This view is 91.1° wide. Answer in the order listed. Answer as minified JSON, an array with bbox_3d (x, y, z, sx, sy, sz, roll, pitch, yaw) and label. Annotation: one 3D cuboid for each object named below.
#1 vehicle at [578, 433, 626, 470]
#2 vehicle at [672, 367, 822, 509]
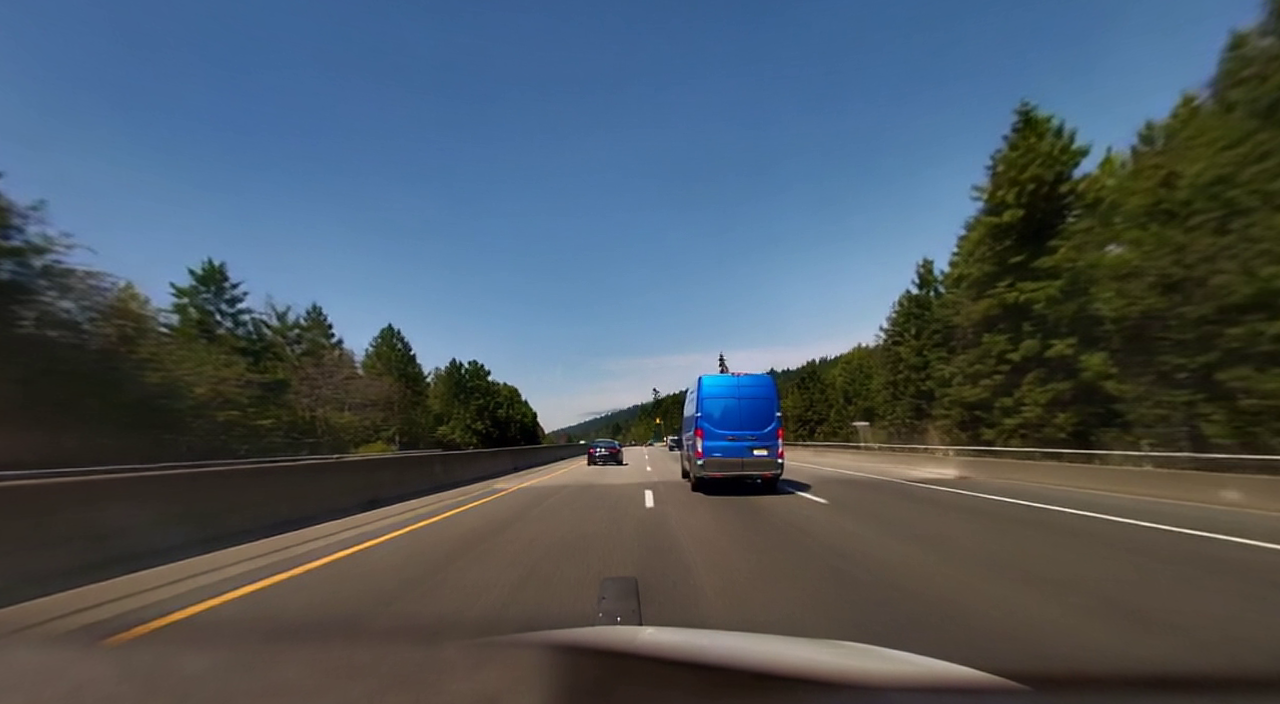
[{"bbox_3d":[-1.627,4.454,28.352,1.900,1.524,4.324,0,-8,0],"label":"vehicle"},{"bbox_3d":[2.128,2.053,15.164,2.416,2.595,7.243,0,-8,1],"label":"vehicle"}]
